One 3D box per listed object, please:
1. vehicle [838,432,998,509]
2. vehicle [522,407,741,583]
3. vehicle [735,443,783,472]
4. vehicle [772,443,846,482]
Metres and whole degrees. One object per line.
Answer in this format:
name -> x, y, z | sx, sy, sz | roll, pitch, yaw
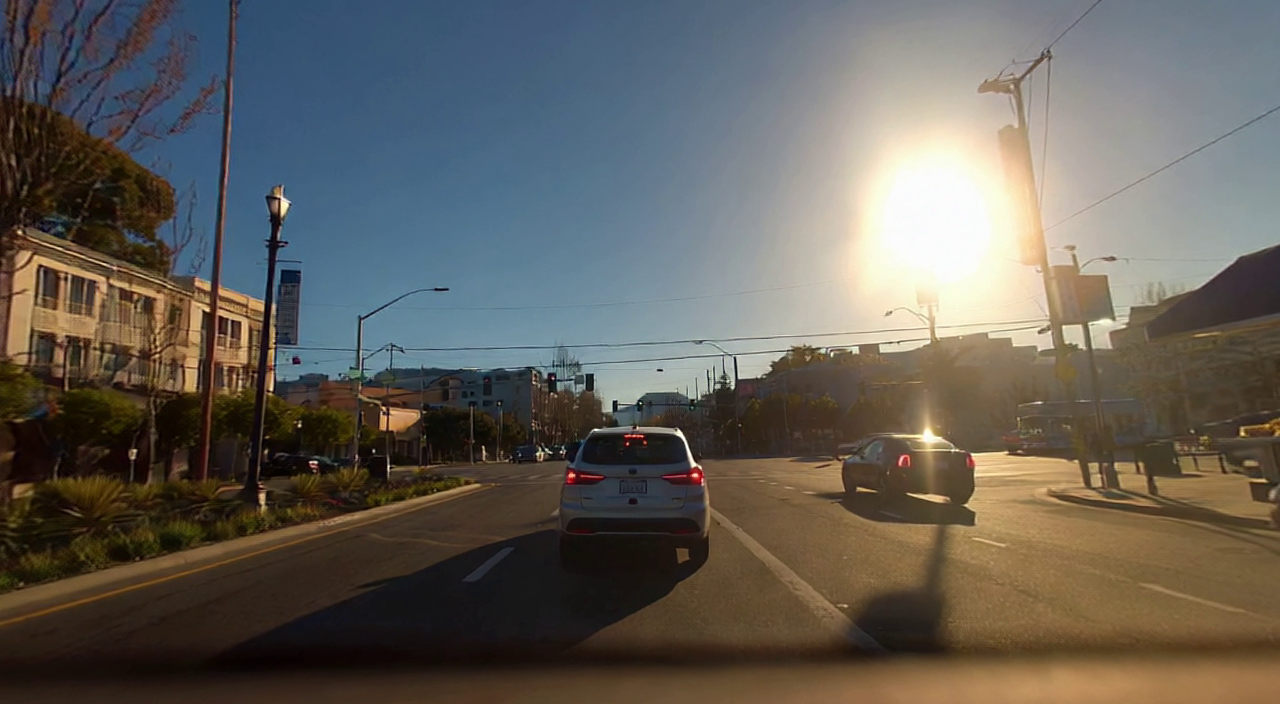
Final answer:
vehicle -> 6.779, 2.922, 16.061 | 2.072, 1.652, 4.611 | 0, -8, 2
vehicle -> -0.065, 1.684, 8.135 | 2.115, 1.700, 3.901 | 0, -8, 1
vehicle -> 6.386, 5.697, 34.220 | 1.961, 1.477, 4.454 | 0, -8, 3
vehicle -> 6.857, 4.491, 25.983 | 1.833, 1.452, 4.237 | 0, -9, 0
